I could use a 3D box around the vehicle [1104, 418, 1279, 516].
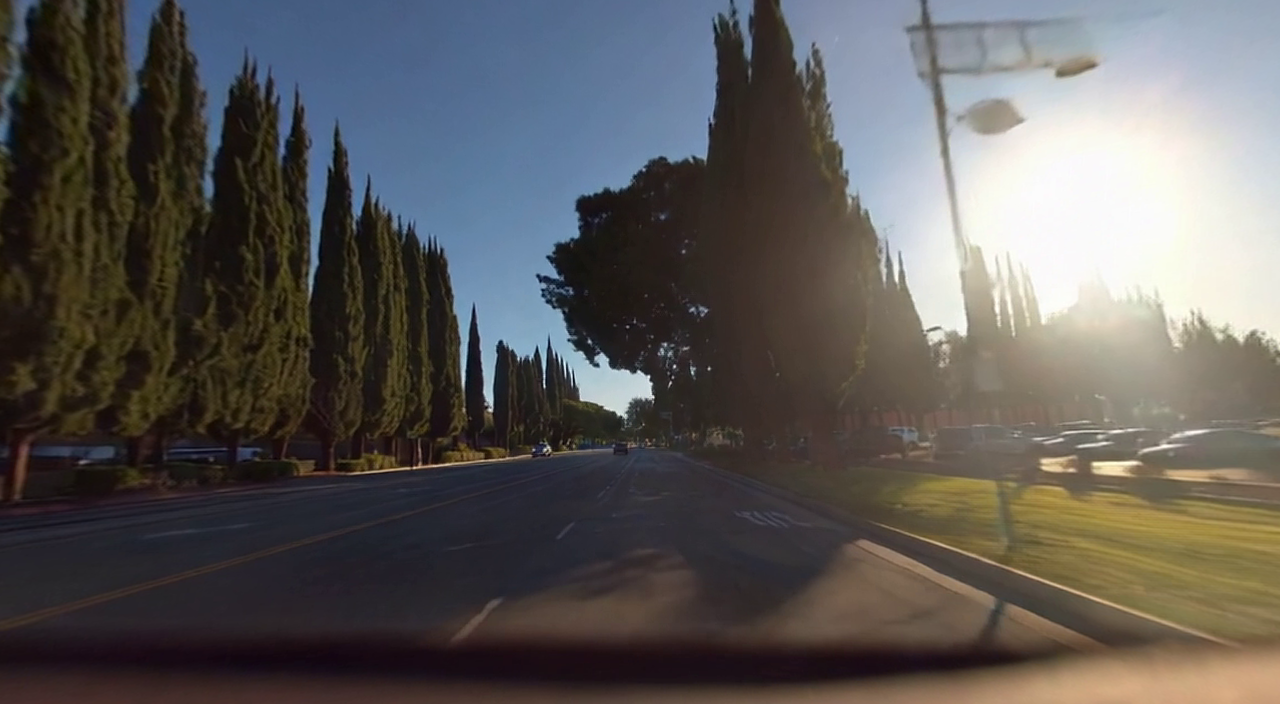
[{"bbox_3d":[11.171,2.011,11.008,4.463,1.540,1.945,0,-10,3],"label":"vehicle"}]
